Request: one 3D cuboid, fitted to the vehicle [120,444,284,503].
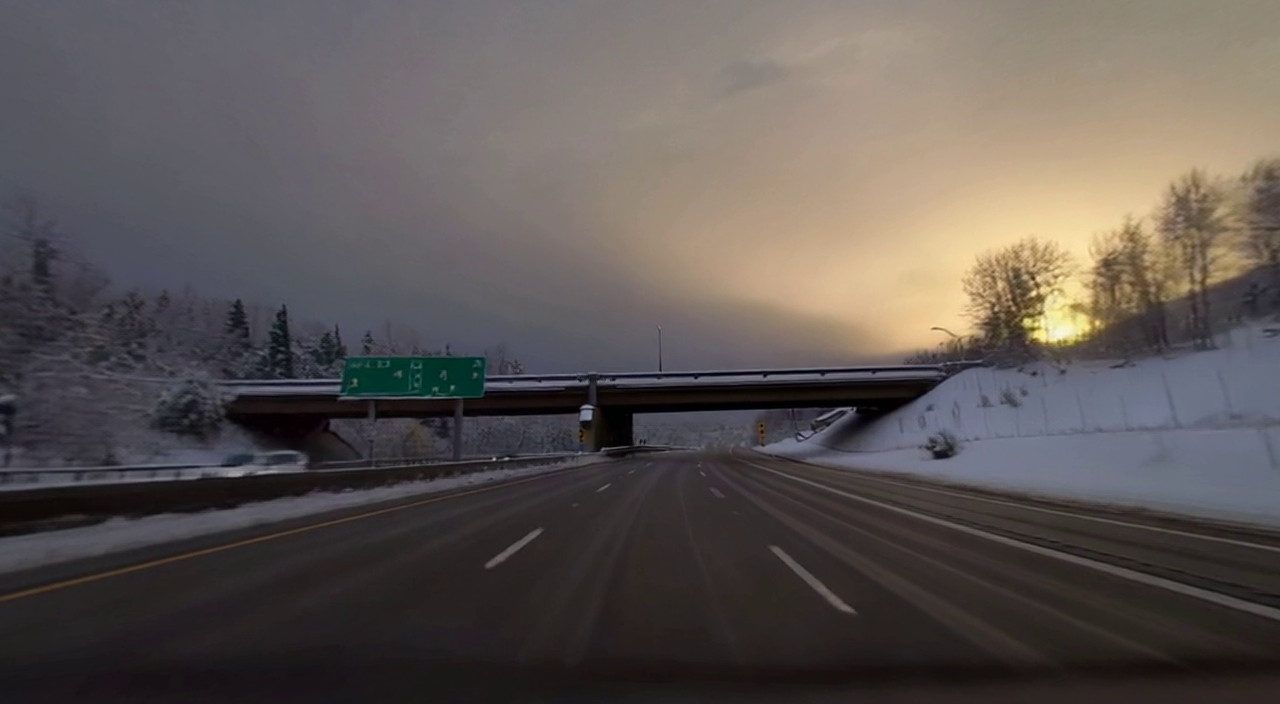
[{"bbox_3d":[-13.595,3.755,19.980,1.960,1.530,4.344,-4,-9,3],"label":"vehicle"}]
